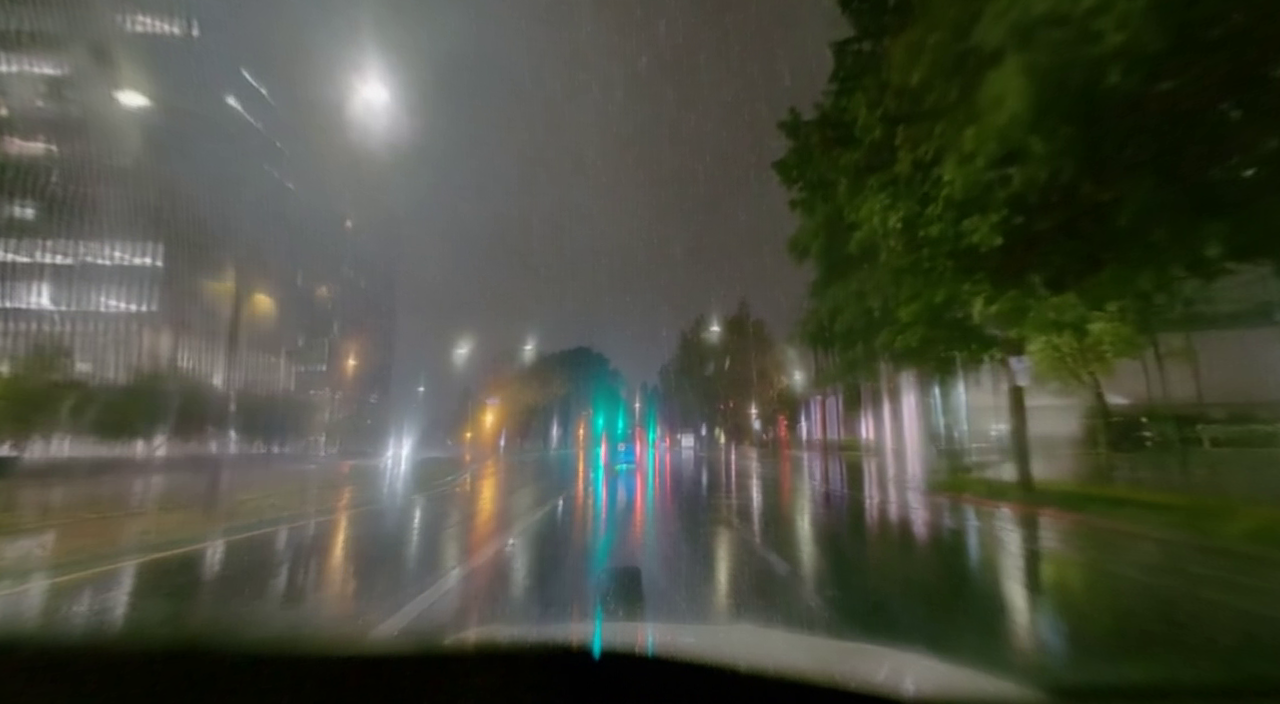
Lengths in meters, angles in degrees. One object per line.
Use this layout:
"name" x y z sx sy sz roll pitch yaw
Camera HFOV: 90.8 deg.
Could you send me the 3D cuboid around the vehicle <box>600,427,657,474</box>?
"vehicle" -0.468 4.304 27.684 2.313 1.860 4.319 0 -8 0
